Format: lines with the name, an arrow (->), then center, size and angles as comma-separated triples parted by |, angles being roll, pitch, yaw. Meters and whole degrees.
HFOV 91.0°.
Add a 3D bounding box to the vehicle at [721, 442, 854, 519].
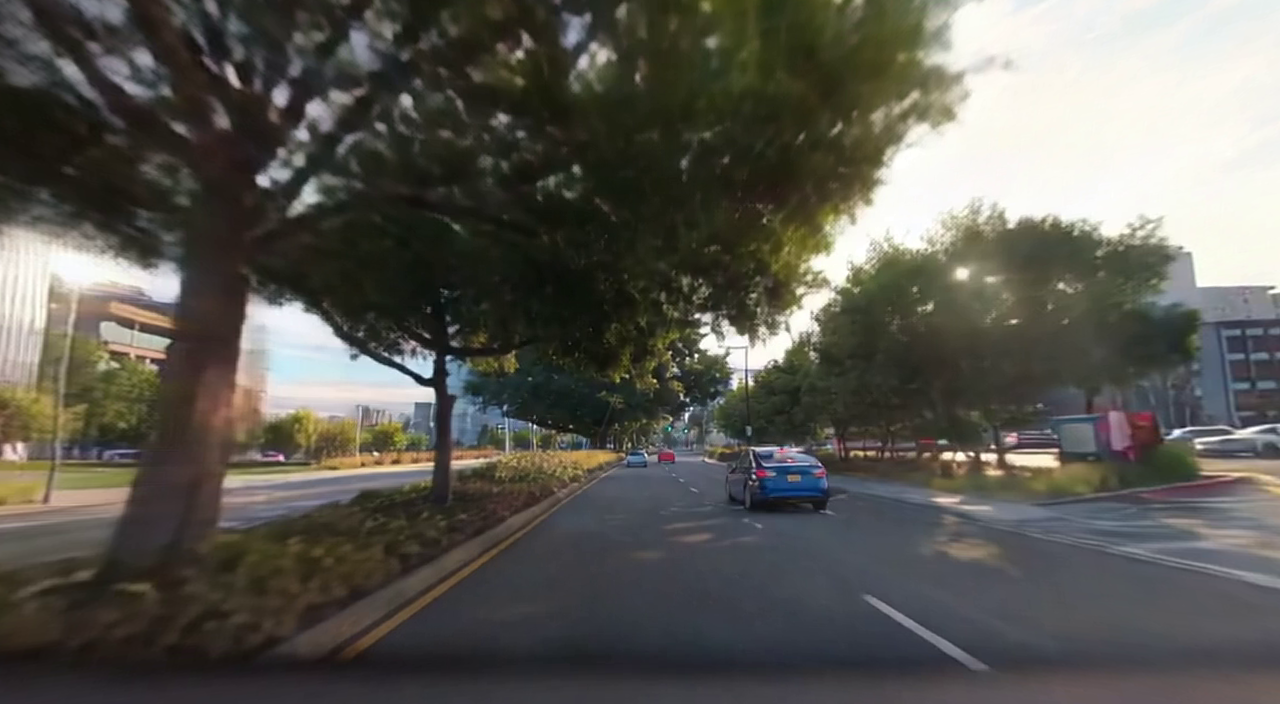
vehicle -> 3.201, 2.871, 14.610 | 1.993, 1.501, 4.127 | 0, -9, -1
